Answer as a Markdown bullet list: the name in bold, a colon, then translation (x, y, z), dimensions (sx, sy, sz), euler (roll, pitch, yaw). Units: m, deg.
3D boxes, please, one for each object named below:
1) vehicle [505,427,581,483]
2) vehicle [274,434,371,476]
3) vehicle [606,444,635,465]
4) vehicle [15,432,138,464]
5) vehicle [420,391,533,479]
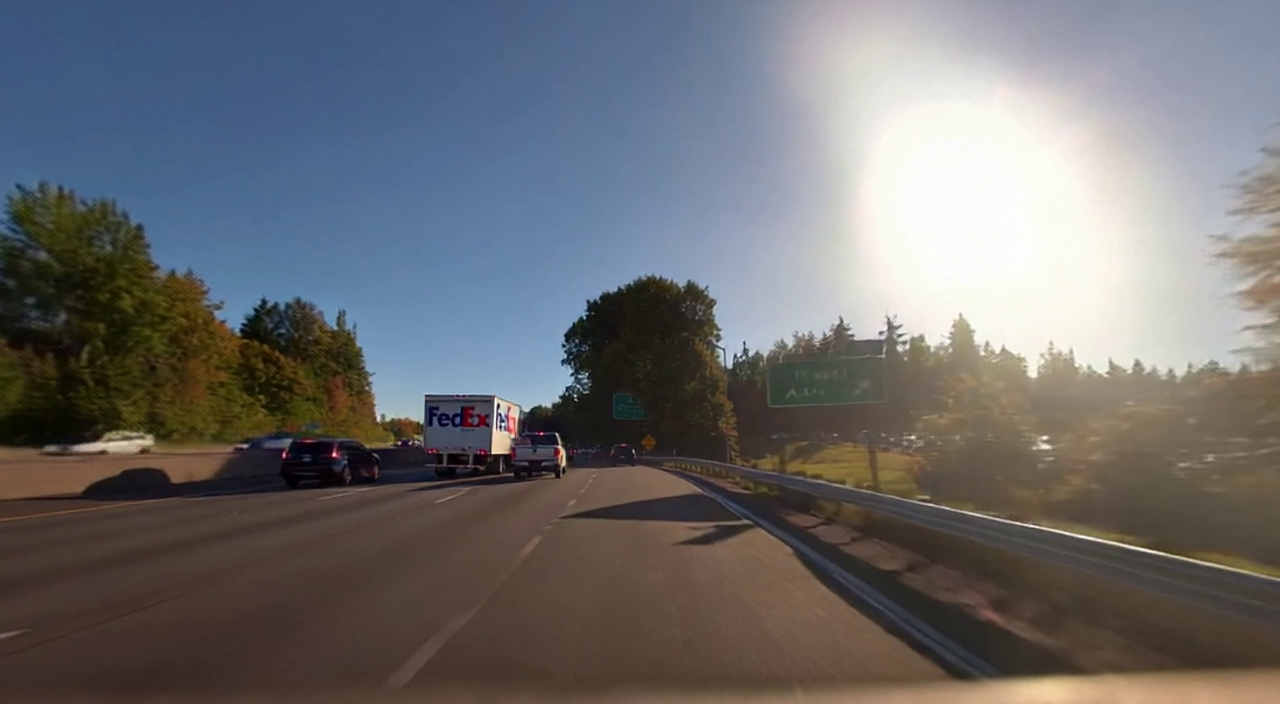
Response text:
- **vehicle**: translation (-3.496, 3.844, 23.732), dimensions (2.170, 1.886, 4.628), euler (0, -9, -1)
- **vehicle**: translation (-13.614, 4.431, 27.424), dimensions (2.018, 1.668, 4.409), euler (0, -9, -2)
- **vehicle**: translation (-1.458, 7.534, 46.590), dimensions (2.043, 1.489, 3.839), euler (1, -9, -3)
- **vehicle**: translation (-27.447, 4.708, 31.020), dimensions (1.791, 1.469, 4.668), euler (0, -9, -2)
- **vehicle**: translation (-6.815, 3.737, 27.933), dimensions (2.870, 3.266, 8.589), euler (0, -9, -1)
